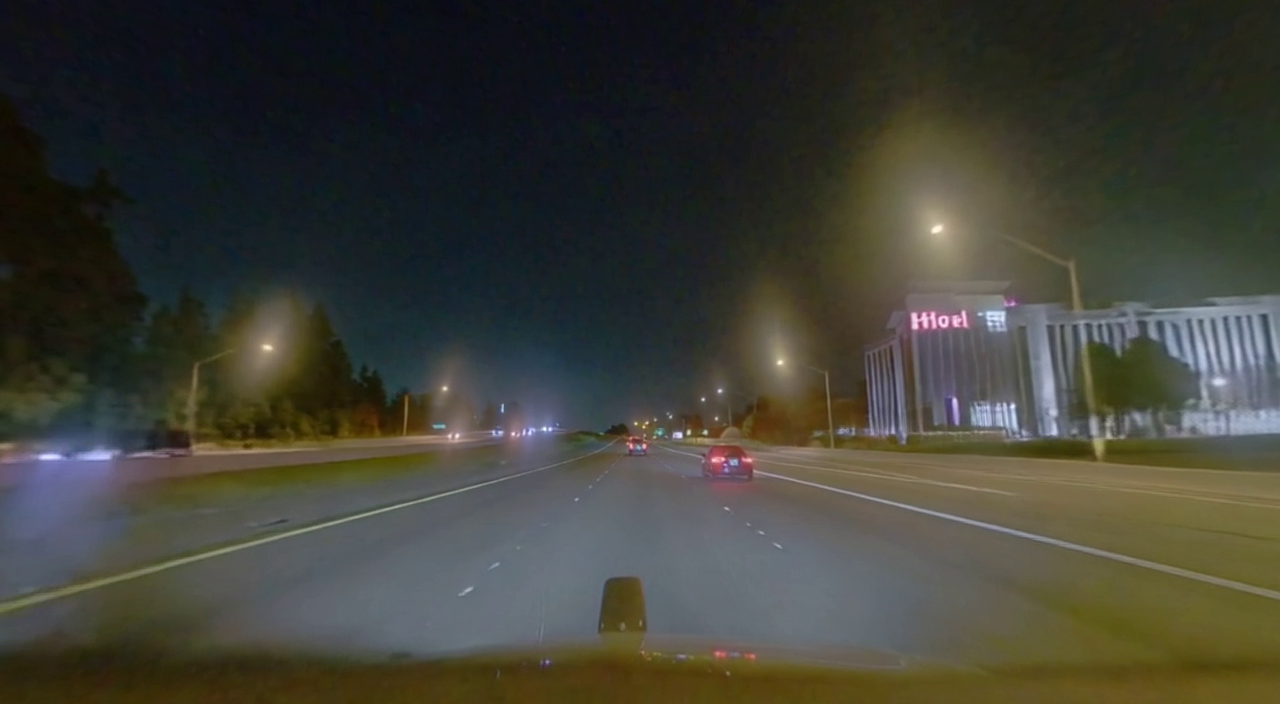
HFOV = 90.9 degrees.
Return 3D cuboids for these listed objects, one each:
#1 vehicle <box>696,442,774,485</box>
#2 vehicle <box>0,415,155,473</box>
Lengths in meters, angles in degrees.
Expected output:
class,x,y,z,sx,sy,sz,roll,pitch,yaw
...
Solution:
class,x,y,z,sx,sy,sz,roll,pitch,yaw
vehicle,3.385,4.071,23.347,2.069,1.431,4.313,0,-9,-2
vehicle,-17.762,2.827,19.354,2.107,1.561,4.713,0,-9,-2
